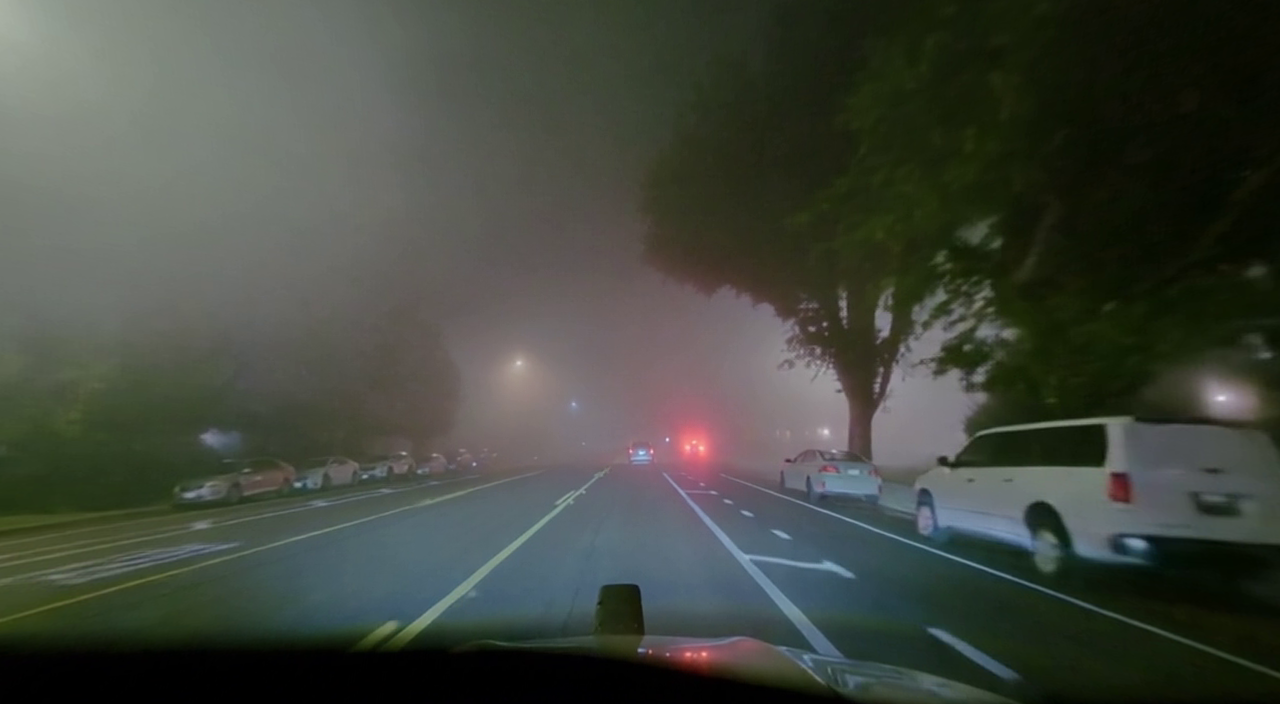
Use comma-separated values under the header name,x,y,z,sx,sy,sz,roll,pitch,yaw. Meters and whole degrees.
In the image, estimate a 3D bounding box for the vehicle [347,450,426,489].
name,x,y,z,sx,sy,sz,roll,pitch,yaw
vehicle,-12.202,5.650,30.825,1.905,1.503,5.015,-4,-8,-1

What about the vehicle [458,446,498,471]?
name,x,y,z,sx,sy,sz,roll,pitch,yaw
vehicle,-12.440,8.190,48.811,1.904,1.805,5.100,1,-9,-3

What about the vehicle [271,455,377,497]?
name,x,y,z,sx,sy,sz,roll,pitch,yaw
vehicle,-12.358,4.848,25.065,1.916,1.463,4.564,0,-9,-1

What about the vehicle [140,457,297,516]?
name,x,y,z,sx,sy,sz,roll,pitch,yaw
vehicle,-12.502,3.968,19.137,1.877,1.505,4.125,0,-9,0

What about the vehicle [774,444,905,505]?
name,x,y,z,sx,sy,sz,roll,pitch,yaw
vehicle,5.271,3.284,17.453,1.978,1.438,4.716,1,-9,-1

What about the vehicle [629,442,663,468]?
name,x,y,z,sx,sy,sz,roll,pitch,yaw
vehicle,0.335,6.459,39.738,2.022,1.471,3.973,0,-9,-1

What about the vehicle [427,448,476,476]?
name,x,y,z,sx,sy,sz,roll,pitch,yaw
vehicle,-12.557,7.328,42.416,1.938,1.738,4.516,0,-9,-1

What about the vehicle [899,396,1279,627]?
name,x,y,z,sx,sy,sz,roll,pitch,yaw
vehicle,5.156,1.628,7.479,2.078,1.813,4.827,0,-9,0
